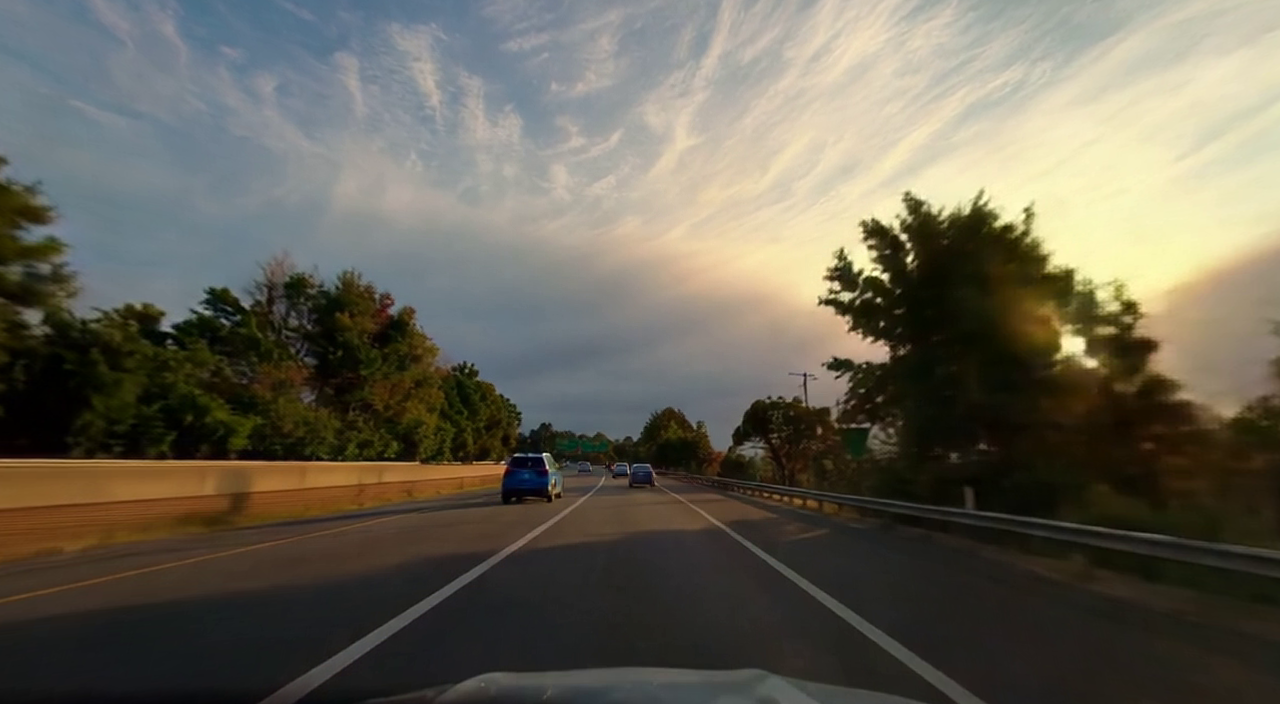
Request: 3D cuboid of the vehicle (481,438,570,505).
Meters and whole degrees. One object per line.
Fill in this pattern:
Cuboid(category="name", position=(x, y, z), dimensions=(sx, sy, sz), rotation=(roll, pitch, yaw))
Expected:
Cuboid(category="vehicle", position=(-3.938, 4.286, 22.708), dimensions=(2.237, 2.113, 4.815), rotation=(0, -10, 0))

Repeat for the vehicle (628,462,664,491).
Cuboid(category="vehicle", position=(0.313, 7.143, 36.352), dimensions=(1.905, 1.559, 3.491), rotation=(1, -10, -2))
